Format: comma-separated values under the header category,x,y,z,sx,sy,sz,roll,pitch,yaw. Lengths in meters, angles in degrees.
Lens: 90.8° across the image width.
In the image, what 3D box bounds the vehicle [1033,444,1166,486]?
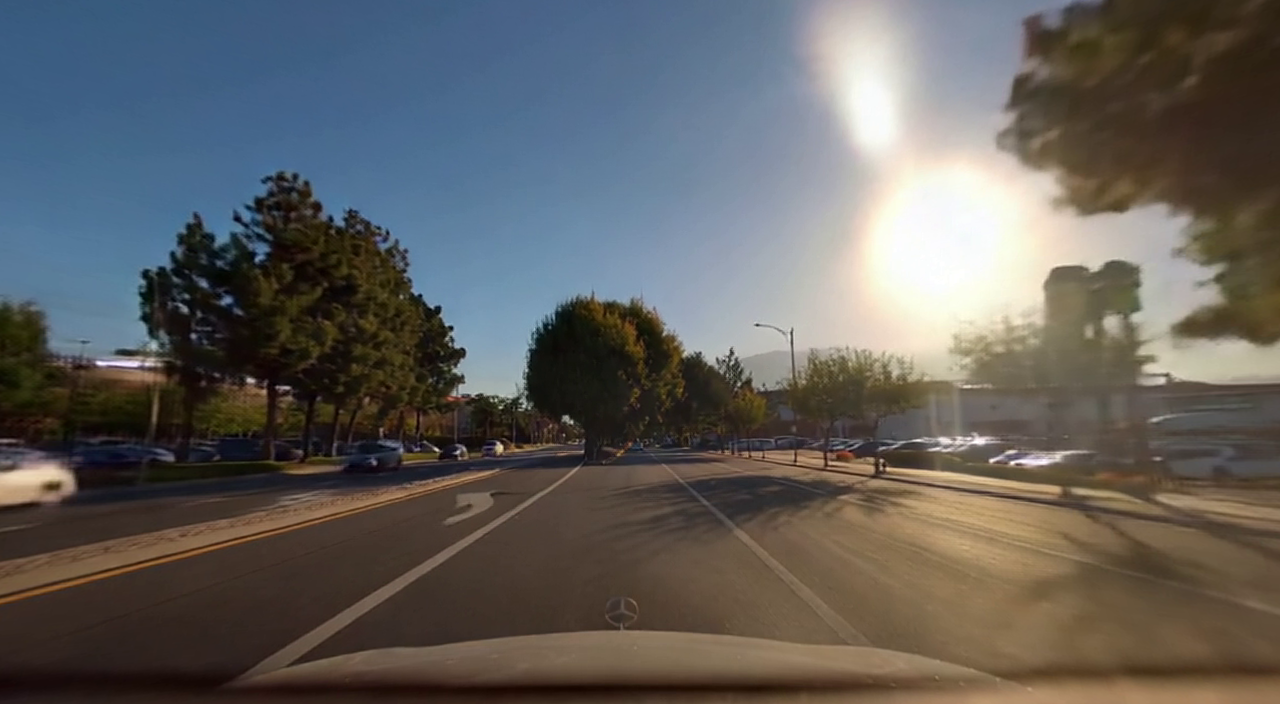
category,x,y,z,sx,sy,sz,roll,pitch,yaw
vehicle,20.600,5.054,28.563,4.573,1.747,2.191,-6,-10,34

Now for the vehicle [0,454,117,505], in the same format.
category,x,y,z,sx,sy,sz,roll,pitch,yaw
vehicle,-19.787,4.072,20.560,1.787,1.437,4.414,0,-8,-1

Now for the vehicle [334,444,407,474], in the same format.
category,x,y,z,sx,sy,sz,roll,pitch,yaw
vehicle,-14.534,5.768,34.394,1.950,1.505,4.733,0,-8,-1
